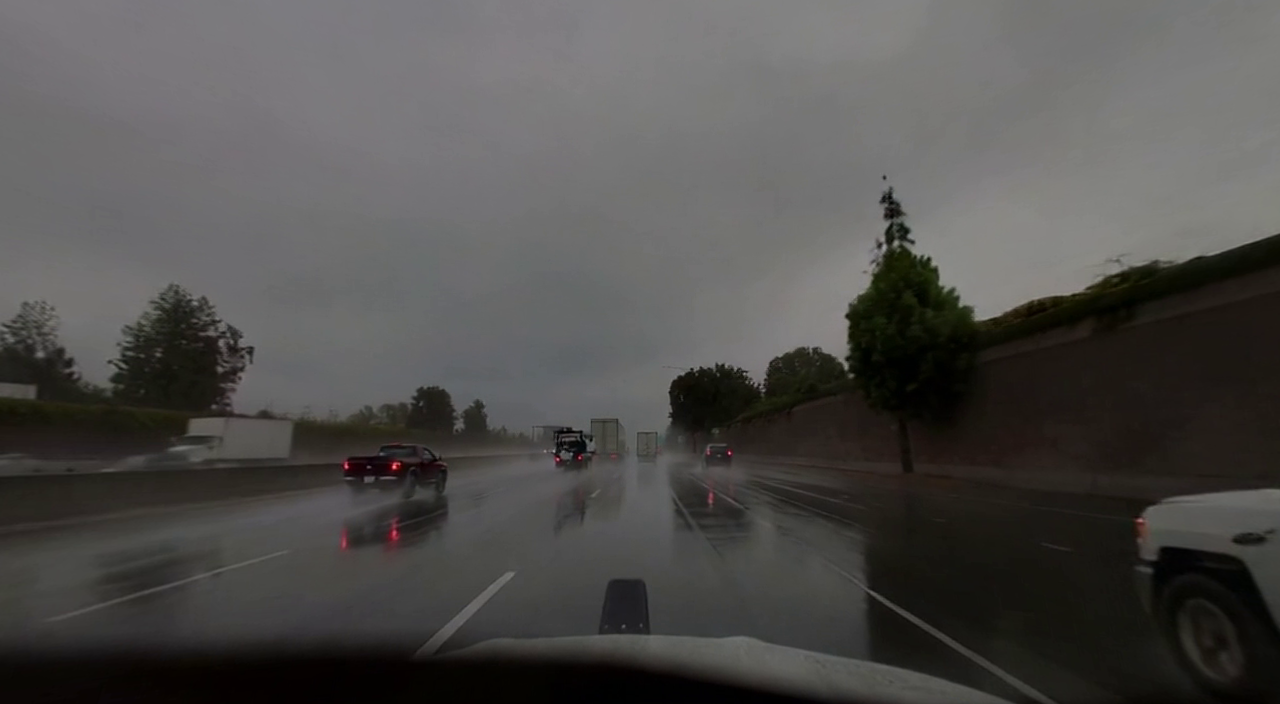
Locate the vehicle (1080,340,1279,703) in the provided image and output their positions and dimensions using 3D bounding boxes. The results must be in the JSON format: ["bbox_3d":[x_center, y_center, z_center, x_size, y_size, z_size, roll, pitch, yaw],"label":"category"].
[{"bbox_3d":[3.363,0.610,1.141,2.028,1.658,4.334,-1,-9,1],"label":"vehicle"}]

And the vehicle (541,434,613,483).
[{"bbox_3d":[-2.754,4.918,29.587,2.645,2.023,6.491,0,-9,1],"label":"vehicle"}]

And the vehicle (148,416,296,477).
[{"bbox_3d":[-28.248,6.524,43.547,2.942,3.699,10.305,0,-9,1],"label":"vehicle"}]

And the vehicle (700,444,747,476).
[{"bbox_3d":[4.576,5.973,35.205,2.026,1.661,3.865,0,-8,-1],"label":"vehicle"}]

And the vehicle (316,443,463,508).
[{"bbox_3d":[-6.553,3.255,17.102,2.235,1.506,4.159,0,-8,1],"label":"vehicle"}]
